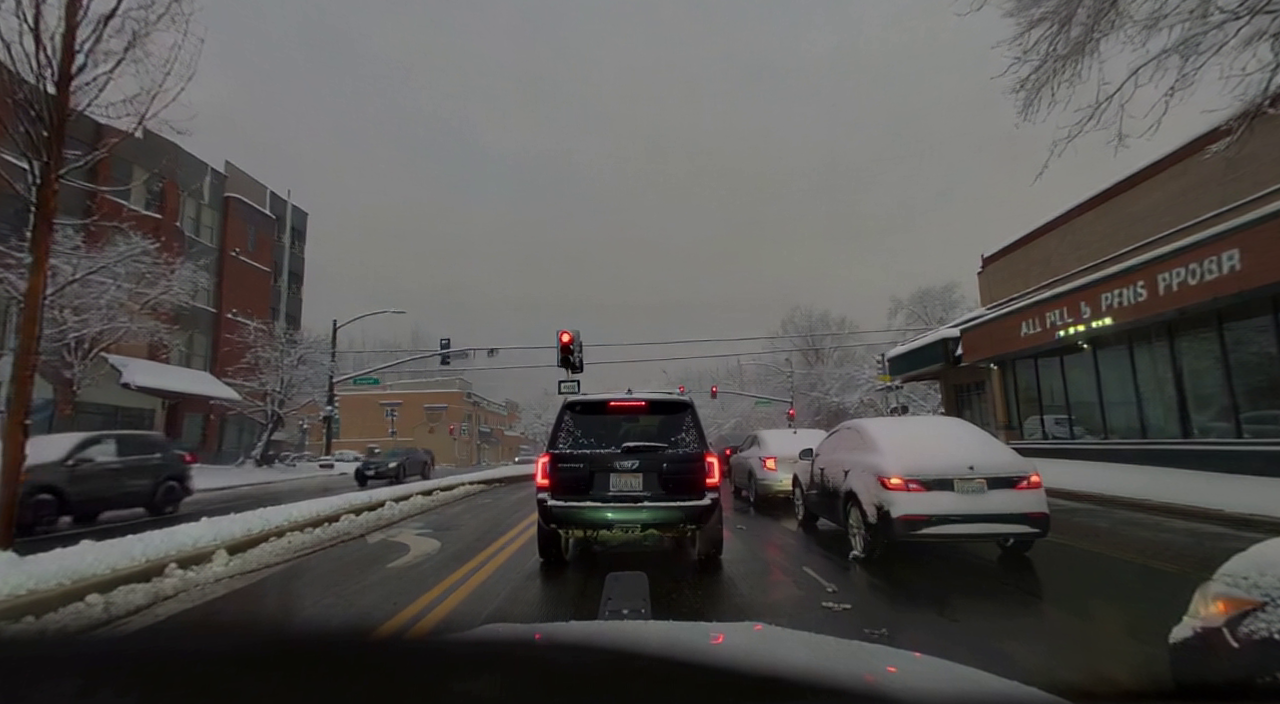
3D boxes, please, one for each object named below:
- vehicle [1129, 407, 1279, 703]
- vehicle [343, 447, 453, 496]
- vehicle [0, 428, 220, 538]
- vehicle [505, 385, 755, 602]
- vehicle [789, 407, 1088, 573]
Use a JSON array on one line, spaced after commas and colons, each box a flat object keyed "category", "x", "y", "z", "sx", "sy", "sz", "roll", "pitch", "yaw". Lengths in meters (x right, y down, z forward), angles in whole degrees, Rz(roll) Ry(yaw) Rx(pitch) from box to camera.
[{"category": "vehicle", "x": 3.370, "y": 0.724, "z": 0.809, "sx": 1.884, "sy": 1.484, "sz": 4.609, "roll": 0, "pitch": -8, "yaw": 2}, {"category": "vehicle", "x": -8.146, "y": 4.043, "z": 21.715, "sx": 1.930, "sy": 1.484, "sz": 4.252, "roll": 0, "pitch": -8, "yaw": 2}, {"category": "vehicle", "x": -11.868, "y": 2.606, "z": 13.326, "sx": 2.224, "sy": 1.840, "sz": 5.290, "roll": 0, "pitch": -8, "yaw": 1}, {"category": "vehicle", "x": -0.002, "y": 1.534, "z": 7.672, "sx": 2.154, "sy": 1.861, "sz": 4.280, "roll": 0, "pitch": -8, "yaw": 2}, {"category": "vehicle", "x": 3.627, "y": 1.752, "z": 8.793, "sx": 2.036, "sy": 1.719, "sz": 4.318, "roll": 0, "pitch": -8, "yaw": 0}]
